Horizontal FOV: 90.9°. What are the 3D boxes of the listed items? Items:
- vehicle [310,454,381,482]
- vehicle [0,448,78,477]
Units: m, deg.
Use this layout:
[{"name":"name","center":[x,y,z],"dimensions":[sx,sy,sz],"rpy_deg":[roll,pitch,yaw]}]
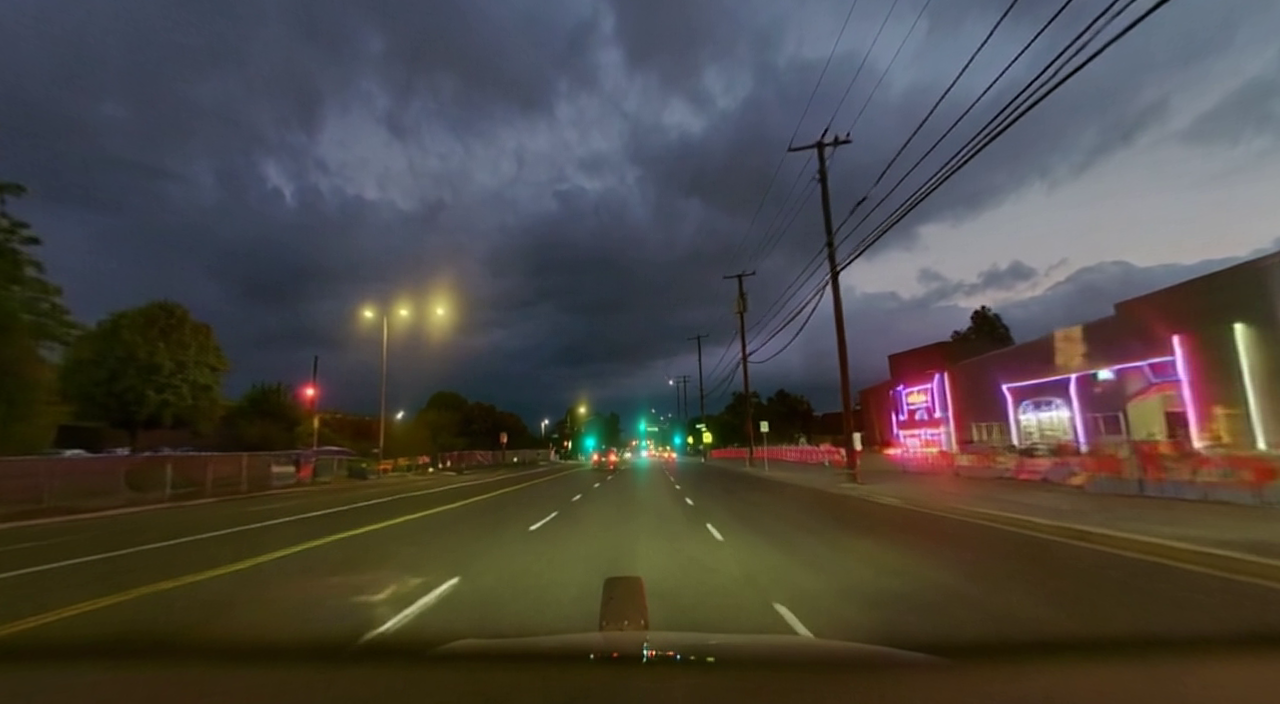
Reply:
[{"name":"vehicle","center":[-17.086,6.720,36.877],"dimensions":[1.995,1.460,4.802],"rpy_deg":[0,-9,-2]},{"name":"vehicle","center":[-39.905,7.186,41.117],"dimensions":[4.290,1.788,2.165],"rpy_deg":[-1,-9,-1]}]
